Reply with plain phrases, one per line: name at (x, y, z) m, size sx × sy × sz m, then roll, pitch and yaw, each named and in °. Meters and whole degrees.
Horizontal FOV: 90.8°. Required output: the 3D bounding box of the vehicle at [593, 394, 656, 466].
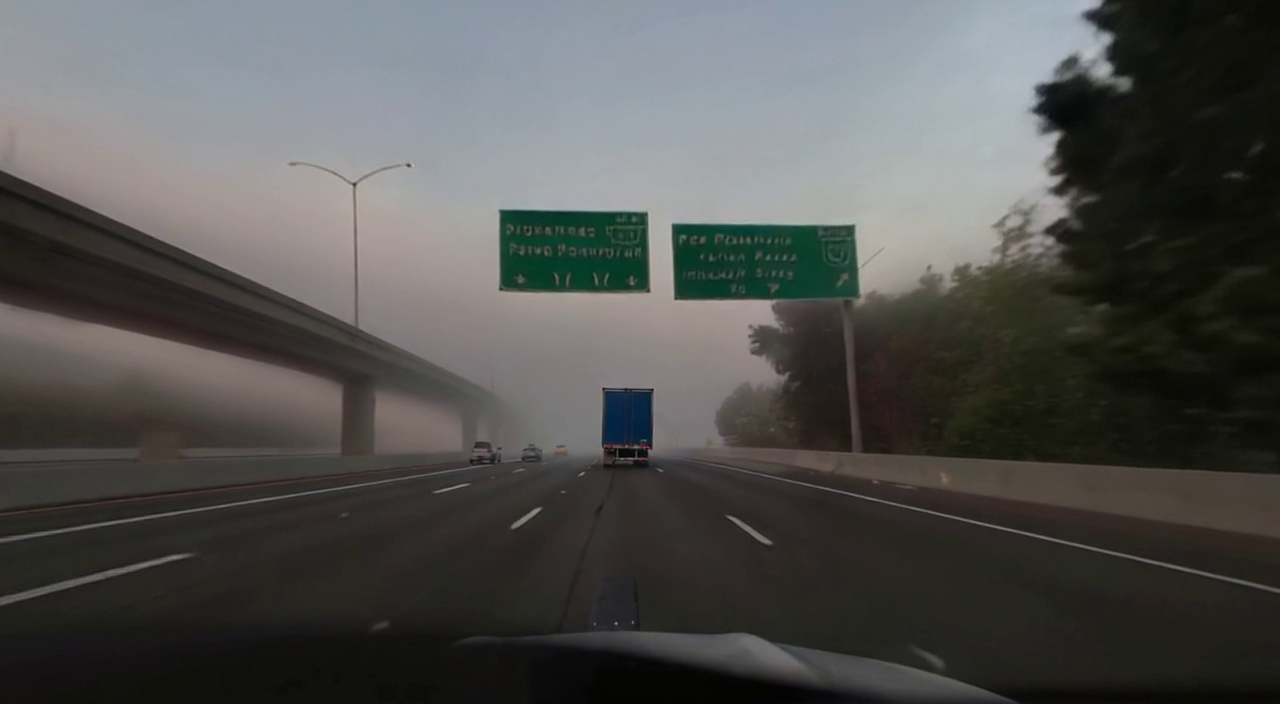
vehicle at (-1.025, 4.878, 37.980) m, size 3.233 × 3.678 × 11.032 m, roll 0°, pitch -9°, yaw -2°

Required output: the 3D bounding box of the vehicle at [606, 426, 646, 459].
vehicle at (-0.801, 5.006, 34.838) m, size 2.052 × 1.666 × 4.358 m, roll 0°, pitch -8°, yaw -3°
